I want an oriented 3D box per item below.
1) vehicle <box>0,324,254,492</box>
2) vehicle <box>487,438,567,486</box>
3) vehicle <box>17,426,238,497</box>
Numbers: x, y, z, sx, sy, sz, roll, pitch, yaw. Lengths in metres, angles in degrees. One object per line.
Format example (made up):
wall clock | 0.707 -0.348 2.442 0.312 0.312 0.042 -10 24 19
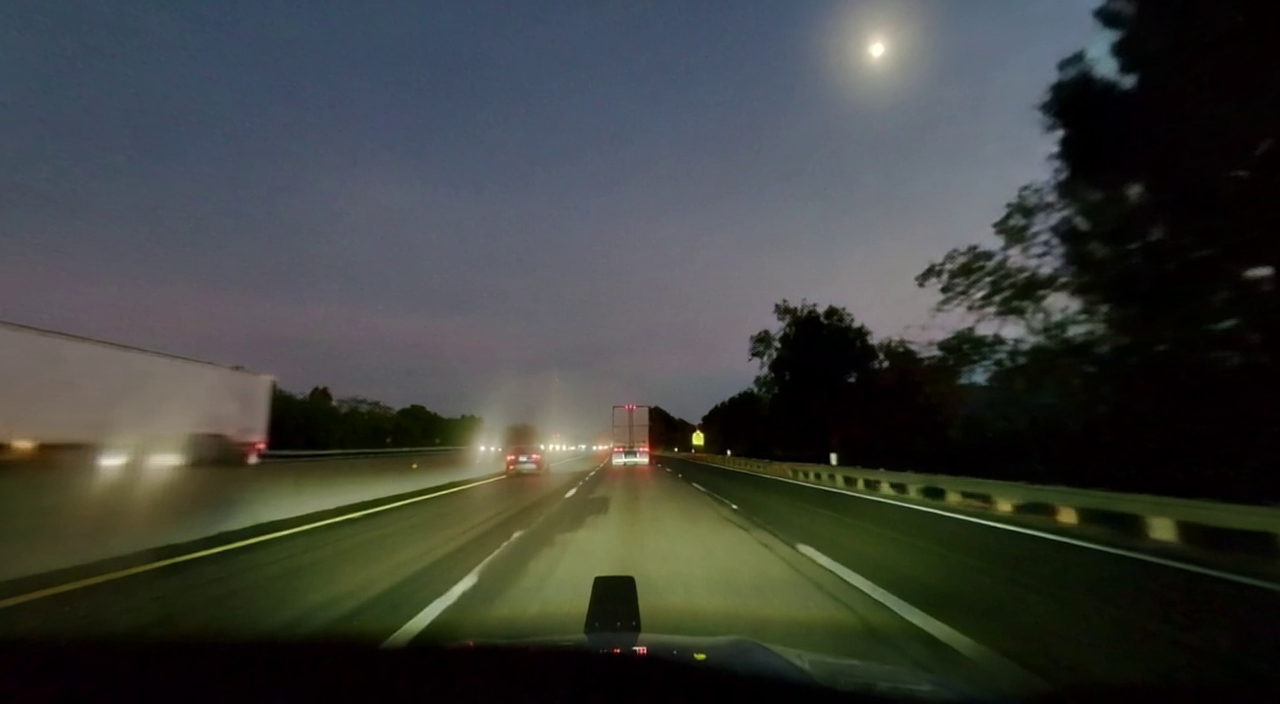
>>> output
vehicle | -17.312 1.891 18.685 2.937 4.088 14.102 0 -9 -1
vehicle | -3.978 3.962 22.862 2.057 1.519 4.372 -1 -9 1
vehicle | -13.010 2.805 16.415 2.004 1.564 4.488 0 -9 -1
